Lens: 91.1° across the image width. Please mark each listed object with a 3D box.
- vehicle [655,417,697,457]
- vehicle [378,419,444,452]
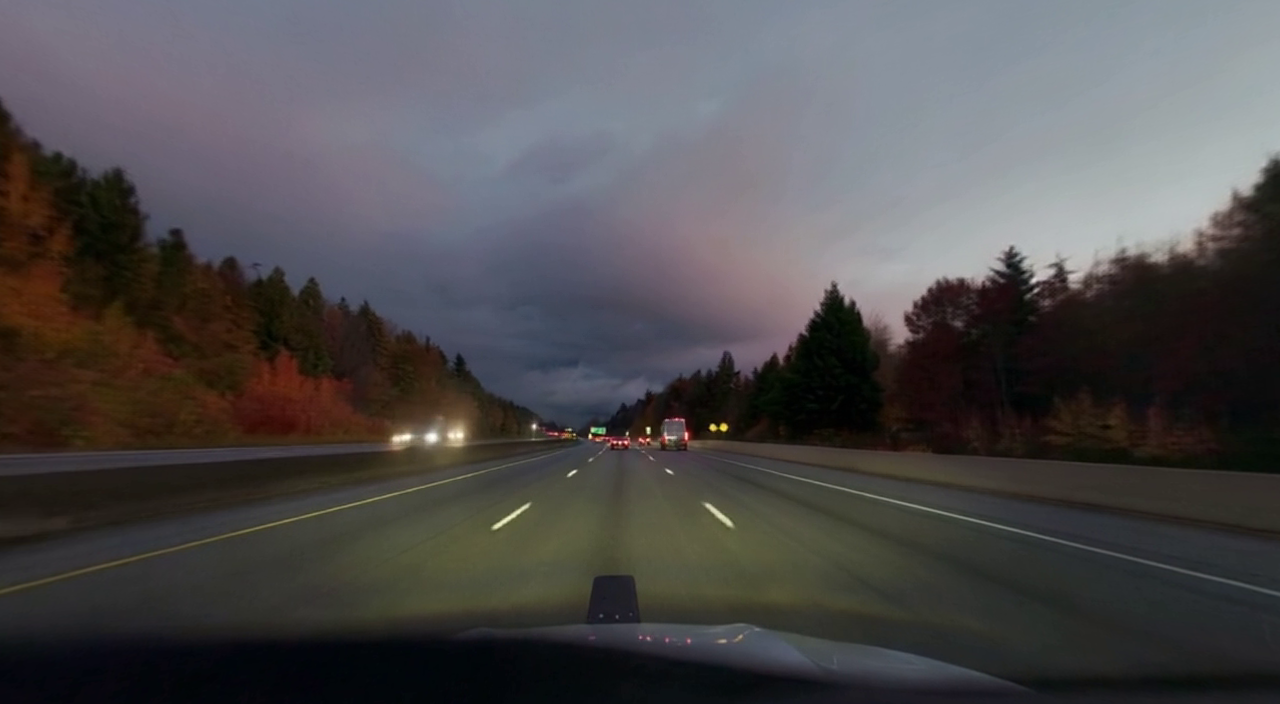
[{"bbox_3d":[2.417,5.955,43.959,2.411,2.614,5.781,0,-8,-1],"label":"vehicle"},{"bbox_3d":[-14.220,5.253,39.409,2.114,1.921,5.201,0,-8,1],"label":"vehicle"}]
